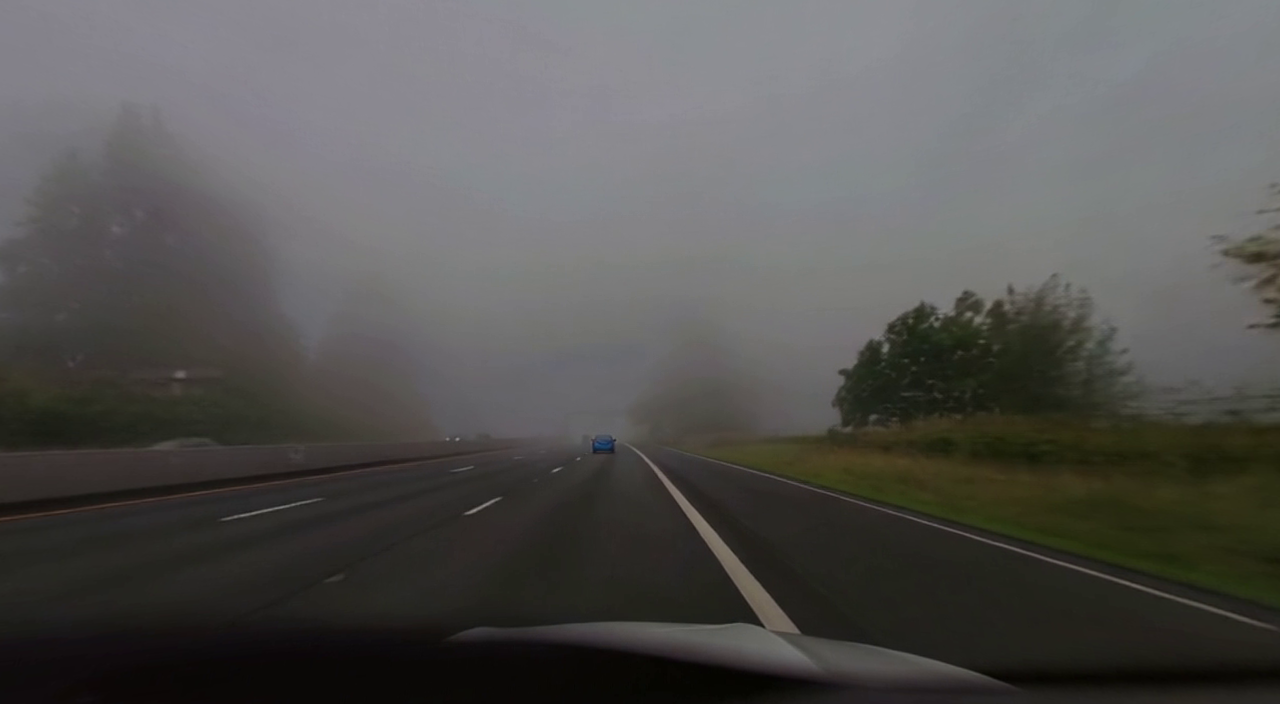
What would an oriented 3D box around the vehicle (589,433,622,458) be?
[{"bbox_3d":[-2.250,6.045,40.931,2.000,1.491,3.913,0,-8,-3],"label":"vehicle"}]
